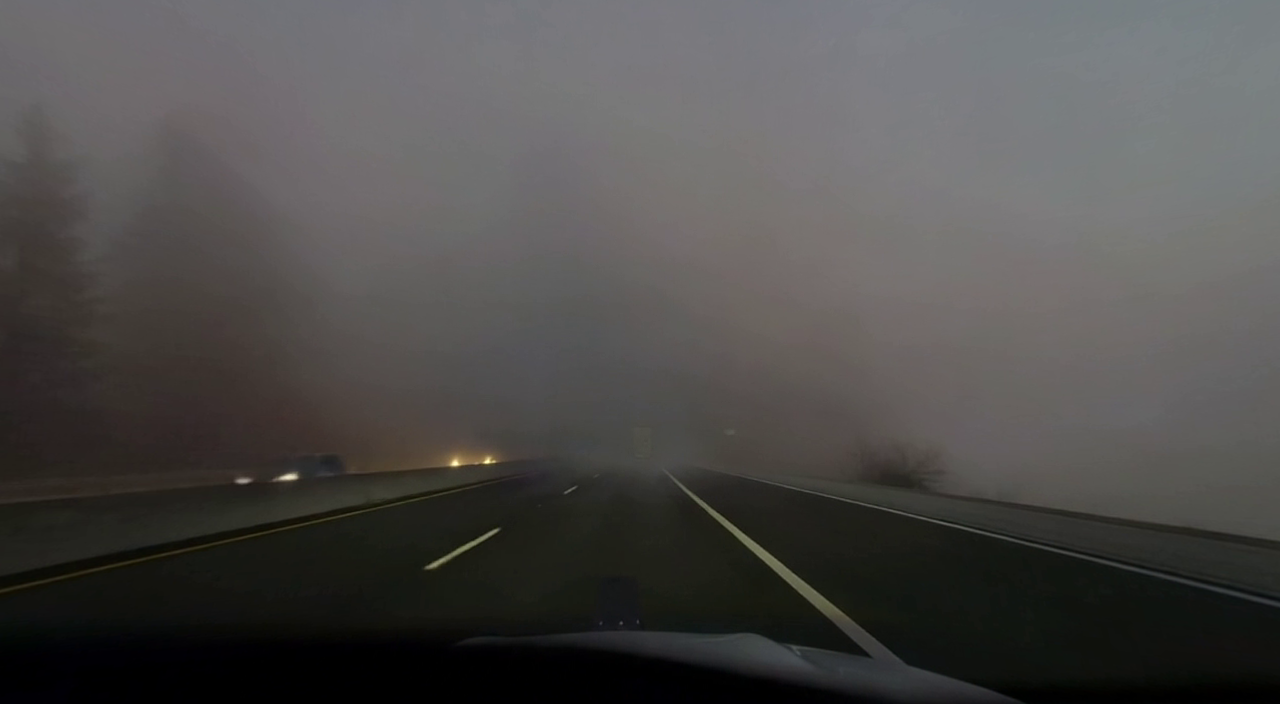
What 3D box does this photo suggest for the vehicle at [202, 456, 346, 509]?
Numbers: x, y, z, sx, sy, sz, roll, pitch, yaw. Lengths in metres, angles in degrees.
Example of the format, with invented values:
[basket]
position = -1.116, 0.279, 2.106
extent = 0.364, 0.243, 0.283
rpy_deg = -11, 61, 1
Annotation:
[vehicle]
position = -12.524, 4.463, 22.088
extent = 2.030, 1.583, 4.991
rpy_deg = 0, -9, 0
